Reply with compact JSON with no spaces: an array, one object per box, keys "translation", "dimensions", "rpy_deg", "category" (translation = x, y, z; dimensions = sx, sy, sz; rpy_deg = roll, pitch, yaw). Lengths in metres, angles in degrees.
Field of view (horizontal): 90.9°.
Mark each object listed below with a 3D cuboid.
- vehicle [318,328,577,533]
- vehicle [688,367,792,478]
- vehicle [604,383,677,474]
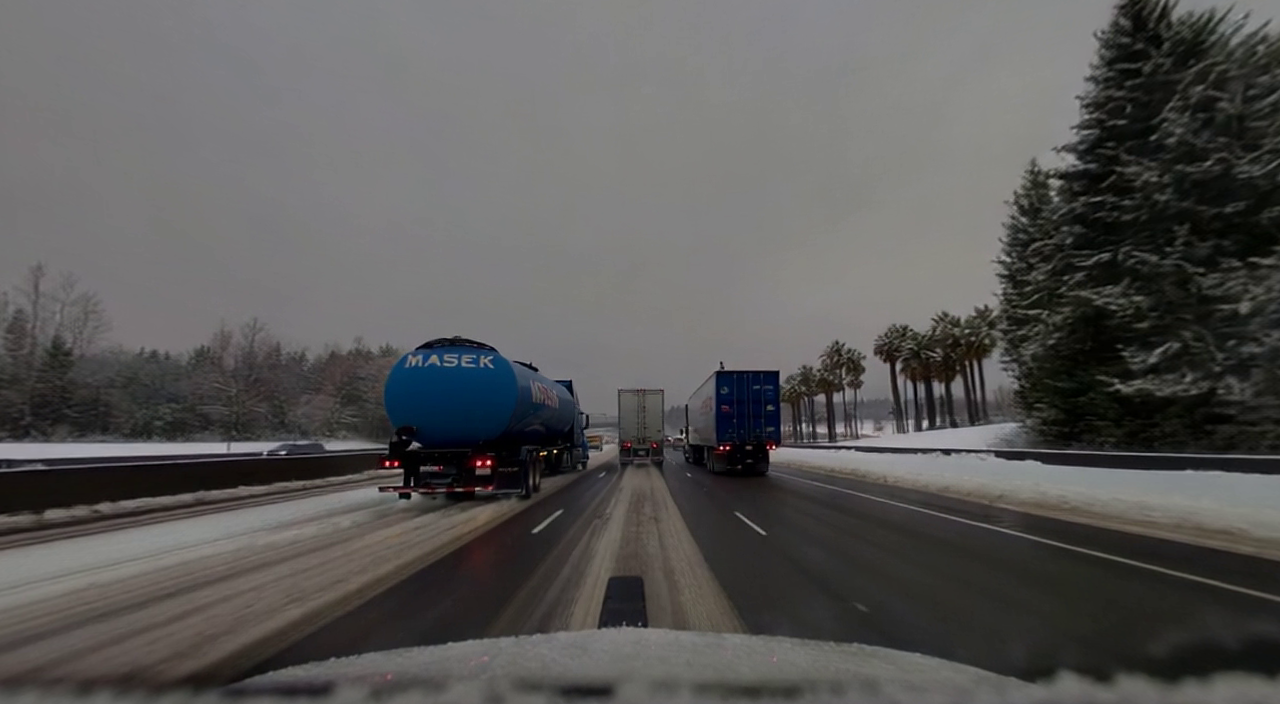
[{"translation":[-3.560,1.985,15.481],"dimensions":[2.786,3.228,11.082],"rpy_deg":[0,-8,0],"category":"vehicle"},{"translation":[4.310,3.681,31.096],"dimensions":[2.887,4.178,14.553],"rpy_deg":[0,-8,1],"category":"vehicle"},{"translation":[0.166,4.523,35.911],"dimensions":[3.097,3.856,18.209],"rpy_deg":[0,-8,1],"category":"vehicle"}]
